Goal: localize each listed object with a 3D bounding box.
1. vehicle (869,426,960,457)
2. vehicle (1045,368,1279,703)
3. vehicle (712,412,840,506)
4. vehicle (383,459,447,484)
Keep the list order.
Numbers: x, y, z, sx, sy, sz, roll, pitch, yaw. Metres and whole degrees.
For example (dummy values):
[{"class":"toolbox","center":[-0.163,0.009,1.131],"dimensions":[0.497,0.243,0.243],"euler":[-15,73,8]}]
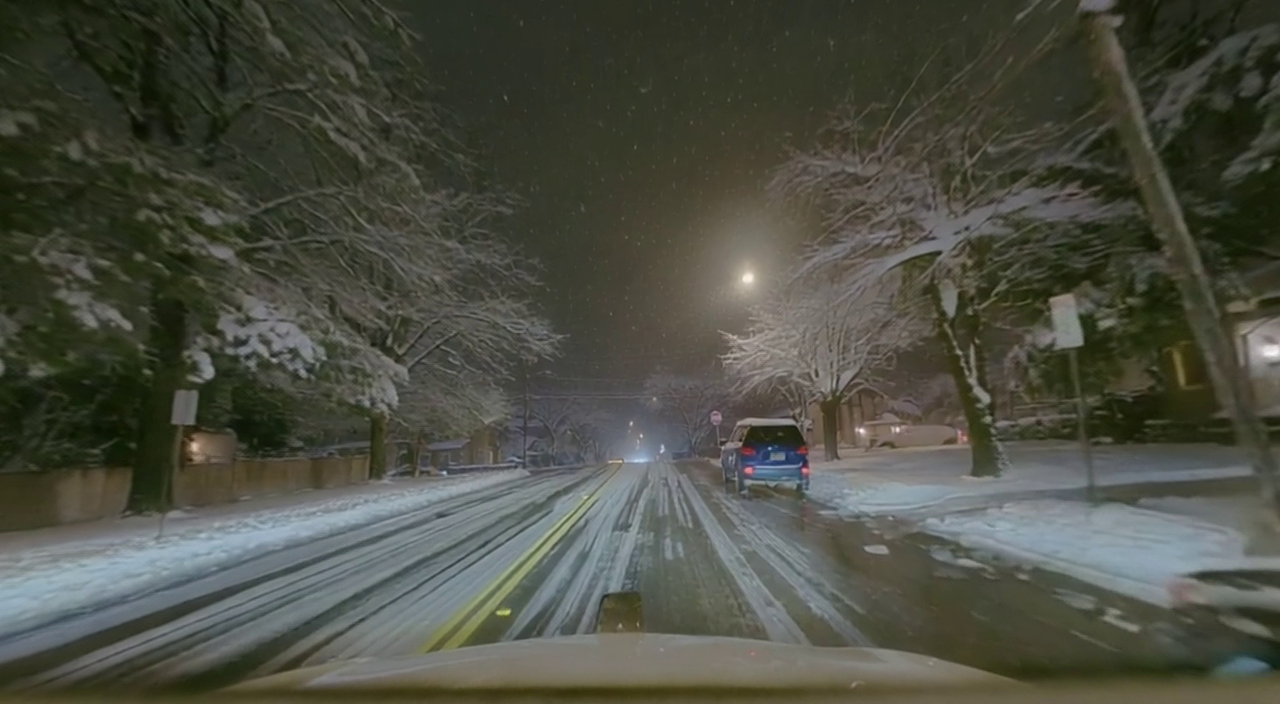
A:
[{"class":"vehicle","center":[17.666,5.797,40.846],"dimensions":[4.982,1.874,2.133],"euler":[-3,-9,13]},{"class":"vehicle","center":[2.878,0.583,0.210],"dimensions":[1.969,1.549,5.038],"euler":[0,-8,-3]},{"class":"vehicle","center":[3.015,2.506,15.113],"dimensions":[2.109,1.875,4.488],"euler":[-1,-8,1]},{"class":"vehicle","center":[-17.509,9.358,49.225],"dimensions":[4.274,1.626,2.093],"euler":[-6,-12,11]}]
